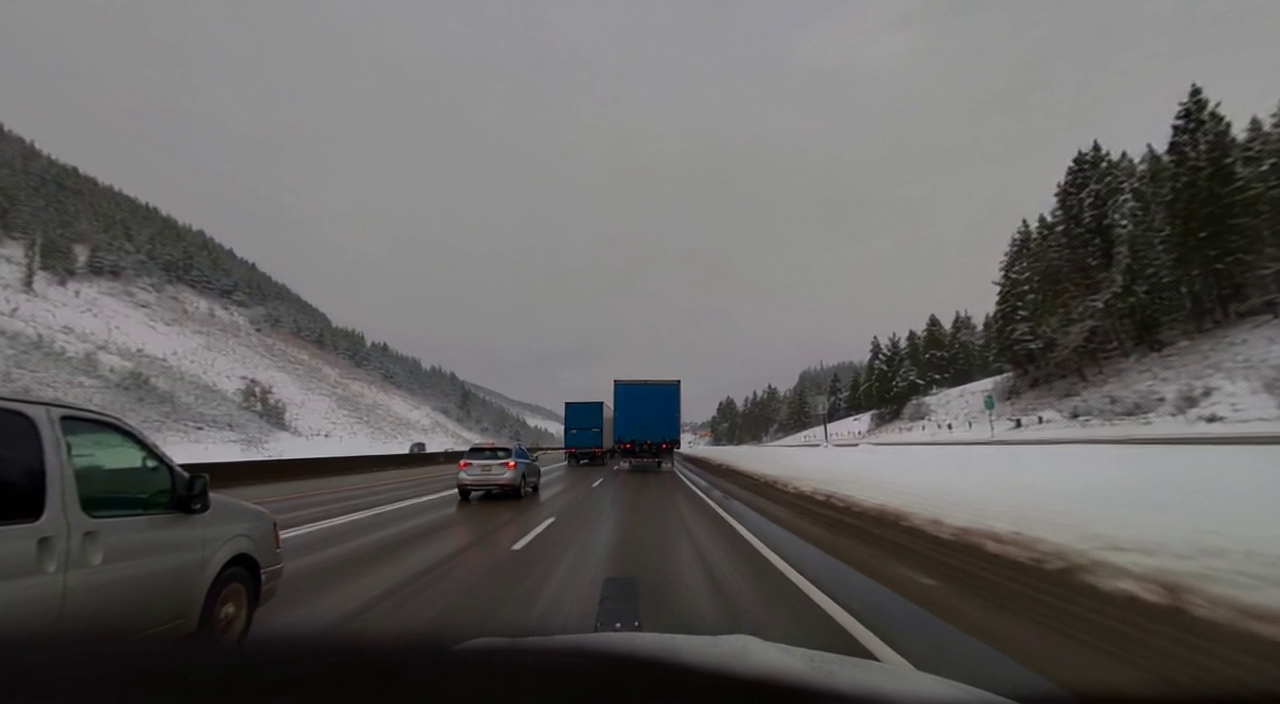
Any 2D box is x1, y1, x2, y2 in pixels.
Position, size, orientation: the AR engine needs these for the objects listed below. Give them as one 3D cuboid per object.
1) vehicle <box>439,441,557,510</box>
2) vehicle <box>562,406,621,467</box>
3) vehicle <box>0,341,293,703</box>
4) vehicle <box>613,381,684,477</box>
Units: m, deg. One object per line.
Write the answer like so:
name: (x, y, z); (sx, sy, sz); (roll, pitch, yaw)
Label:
vehicle: (-3.346, 2.973, 15.730); (1.950, 1.446, 4.224); (0, -8, 0)
vehicle: (-3.492, 6.700, 49.578); (3.311, 4.073, 14.172); (0, -8, 1)
vehicle: (-3.813, 0.810, 2.395); (2.136, 1.779, 4.875); (0, -8, 1)
vehicle: (0.538, 4.002, 31.783); (2.913, 3.988, 10.874); (0, -8, 2)
